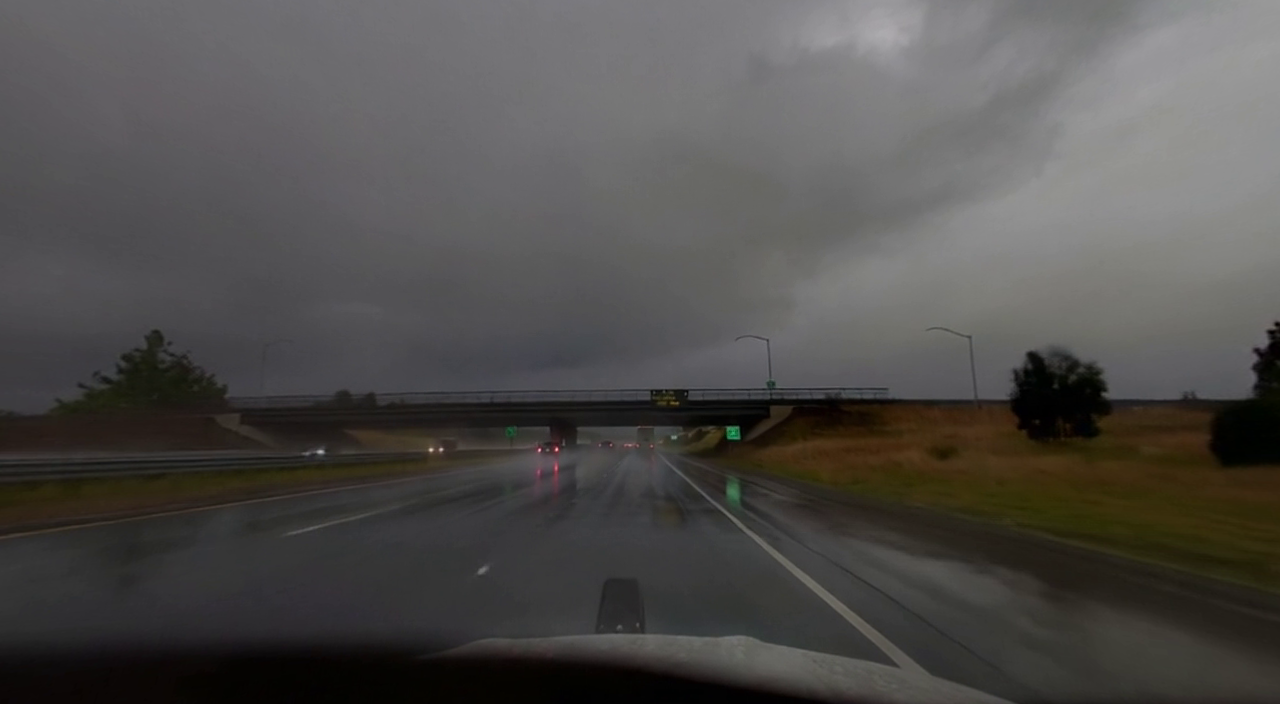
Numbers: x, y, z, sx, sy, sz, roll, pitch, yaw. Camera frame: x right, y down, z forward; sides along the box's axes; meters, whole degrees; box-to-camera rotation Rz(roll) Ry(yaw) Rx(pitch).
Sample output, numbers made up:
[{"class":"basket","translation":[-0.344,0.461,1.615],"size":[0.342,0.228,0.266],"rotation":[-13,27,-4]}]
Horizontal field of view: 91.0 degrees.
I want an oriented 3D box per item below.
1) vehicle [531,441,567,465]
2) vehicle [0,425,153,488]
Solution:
[{"class":"vehicle","translation":[-7.061,7.889,49.342],"size":[2.070,1.738,4.733],"rotation":[0,-9,0]},{"class":"vehicle","translation":[-35.980,6.250,37.909],"size":[2.813,3.385,13.135],"rotation":[0,-9,0]}]
